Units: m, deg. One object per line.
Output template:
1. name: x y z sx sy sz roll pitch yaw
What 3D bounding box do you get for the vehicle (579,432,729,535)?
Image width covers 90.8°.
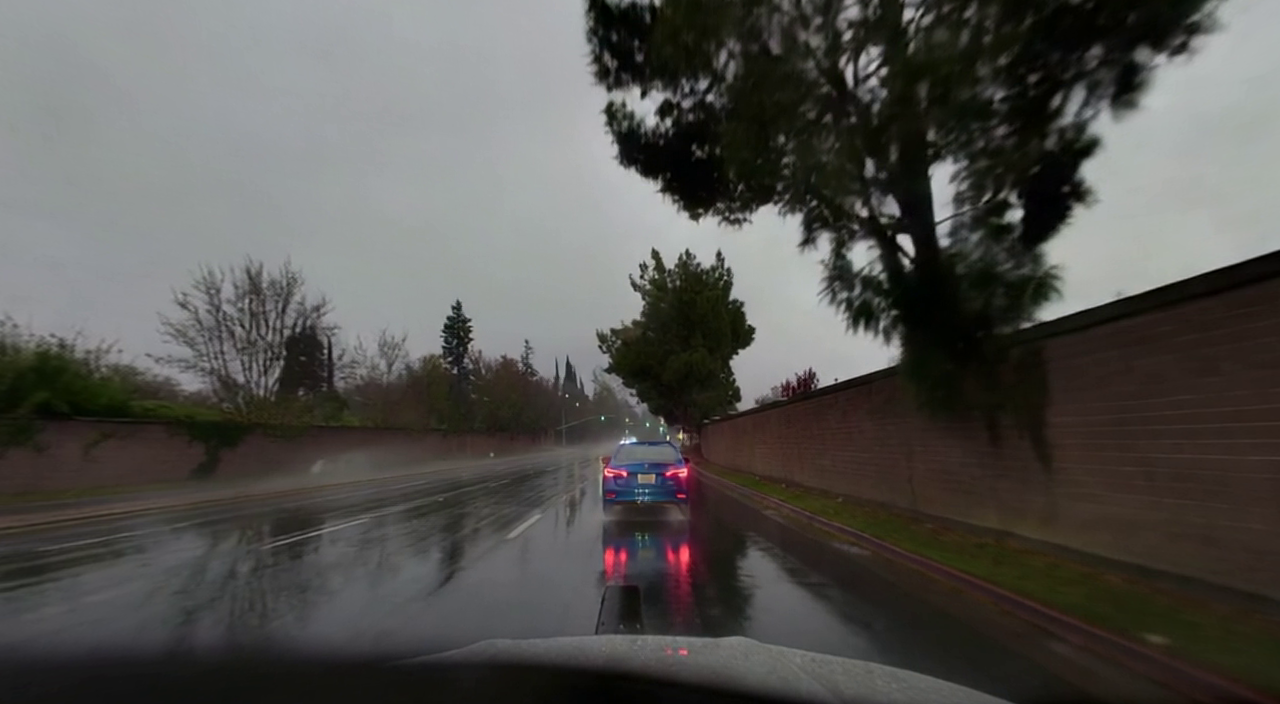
1. vehicle: 0.175 2.259 11.524 2.205 1.509 4.272 0 -8 -1
